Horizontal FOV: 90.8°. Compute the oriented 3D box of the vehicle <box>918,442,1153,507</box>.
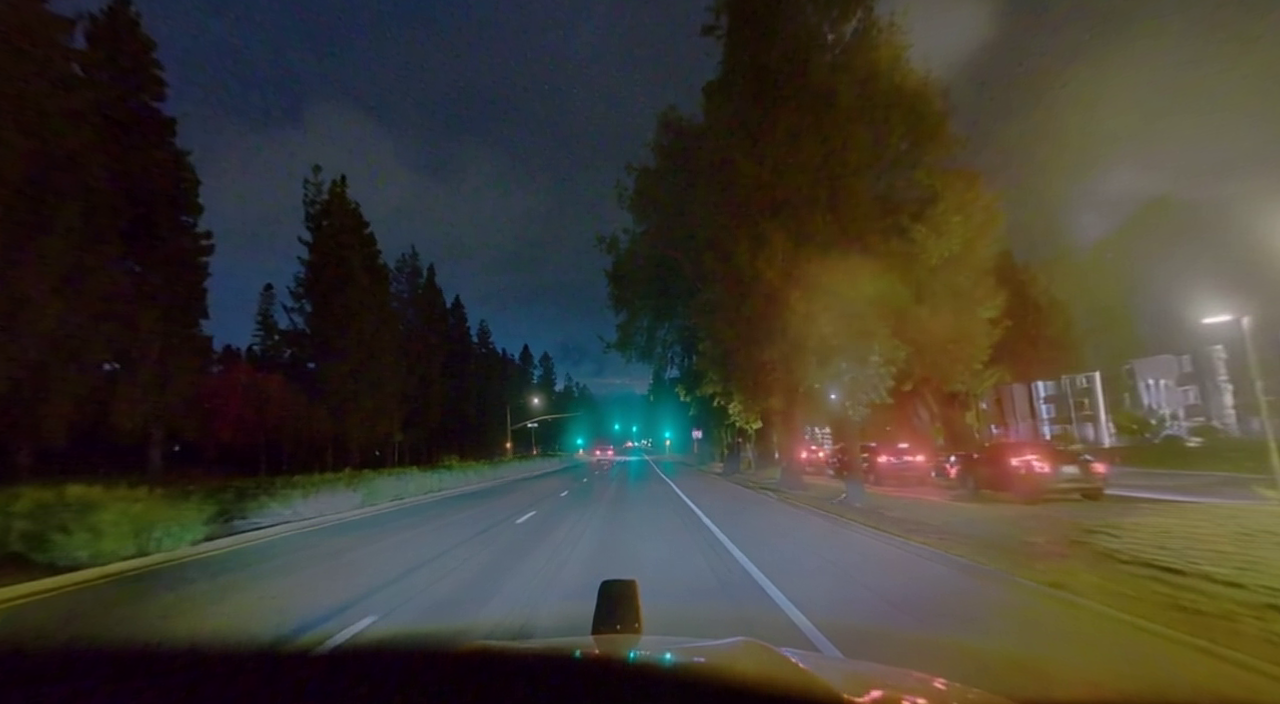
[{"bbox_3d":[9.637,2.972,15.658,4.466,1.440,2.091,0,-9,-5],"label":"vehicle"}]
